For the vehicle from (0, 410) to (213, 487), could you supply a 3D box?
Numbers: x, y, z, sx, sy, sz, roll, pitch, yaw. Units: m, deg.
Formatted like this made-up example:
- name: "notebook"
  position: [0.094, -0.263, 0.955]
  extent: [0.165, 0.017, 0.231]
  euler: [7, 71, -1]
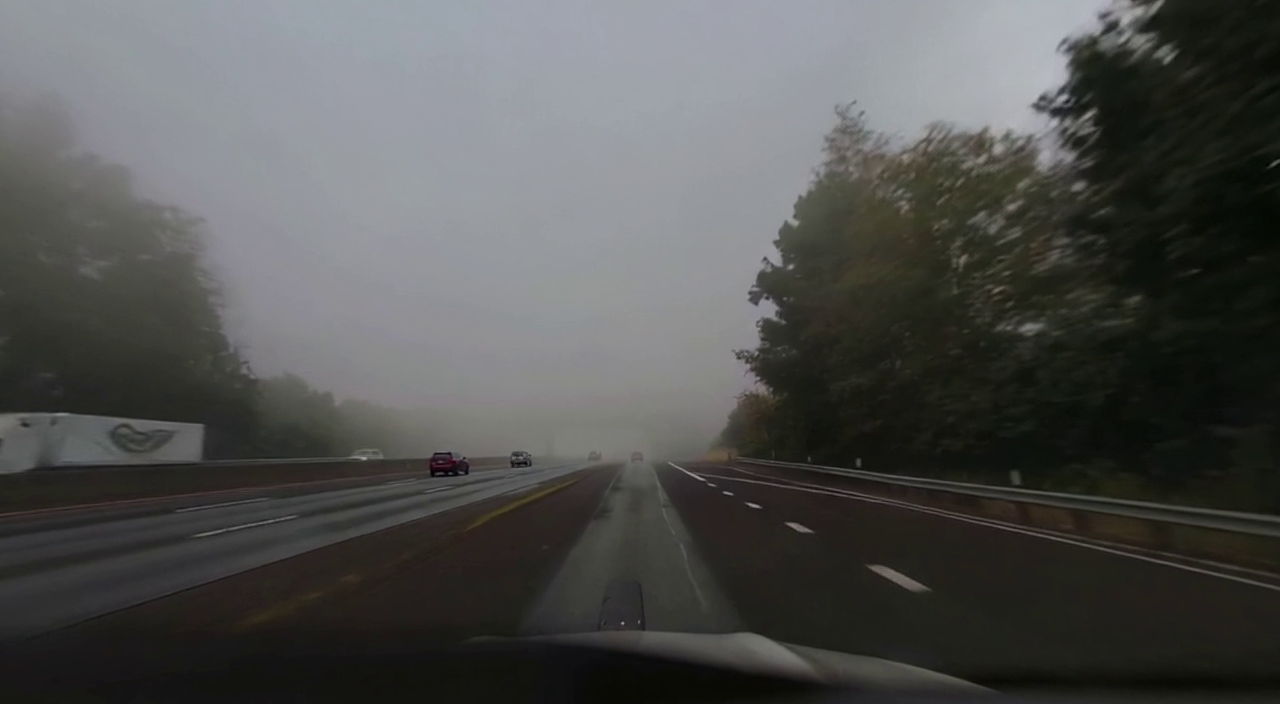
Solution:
- name: "vehicle"
  position: [-33.039, 5.975, 39.020]
  extent: [2.832, 3.818, 14.586]
  euler: [2, -9, 1]
